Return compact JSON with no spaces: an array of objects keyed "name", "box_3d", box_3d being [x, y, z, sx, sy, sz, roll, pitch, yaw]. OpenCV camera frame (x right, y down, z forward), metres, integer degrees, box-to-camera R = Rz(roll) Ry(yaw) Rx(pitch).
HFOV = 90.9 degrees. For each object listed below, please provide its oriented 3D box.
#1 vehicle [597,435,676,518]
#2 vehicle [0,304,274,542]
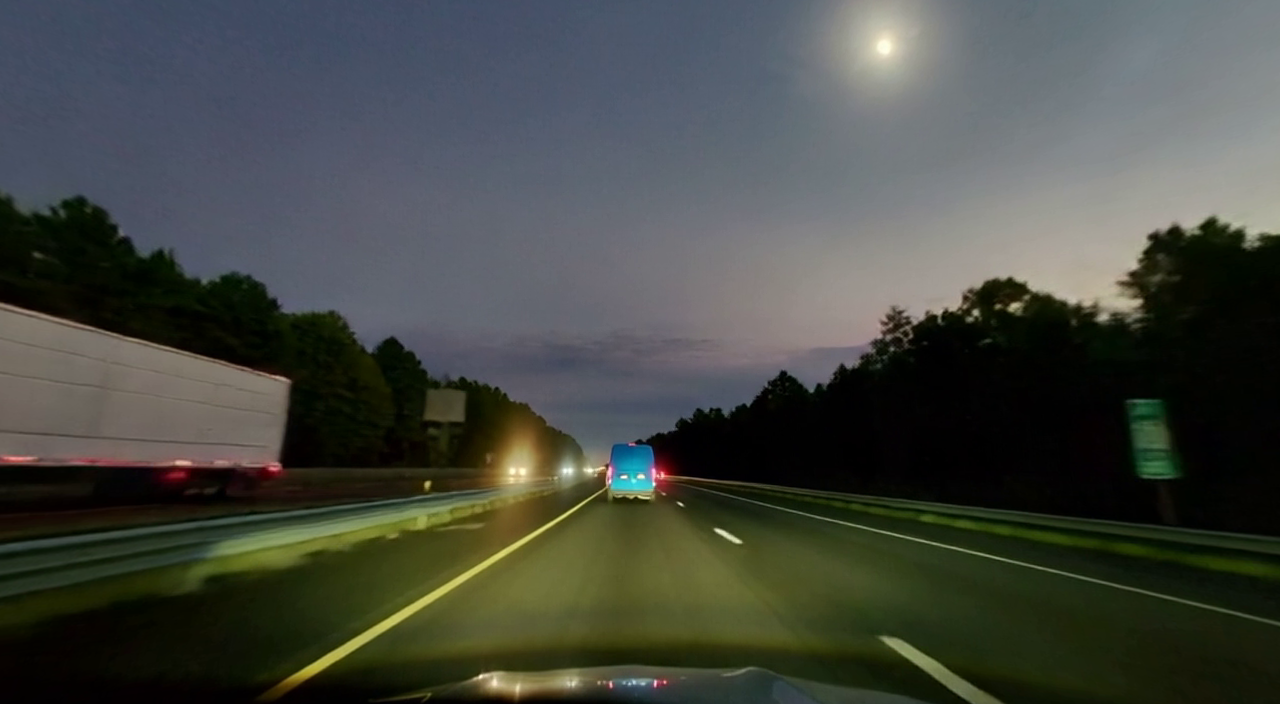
[{"name":"vehicle","box_3d":[-0.204,4.316,22.138,2.375,2.432,6.161,1,-10,-2]},{"name":"vehicle","box_3d":[-13.635,1.610,13.445,3.121,4.421,14.023,0,-10,0]}]
